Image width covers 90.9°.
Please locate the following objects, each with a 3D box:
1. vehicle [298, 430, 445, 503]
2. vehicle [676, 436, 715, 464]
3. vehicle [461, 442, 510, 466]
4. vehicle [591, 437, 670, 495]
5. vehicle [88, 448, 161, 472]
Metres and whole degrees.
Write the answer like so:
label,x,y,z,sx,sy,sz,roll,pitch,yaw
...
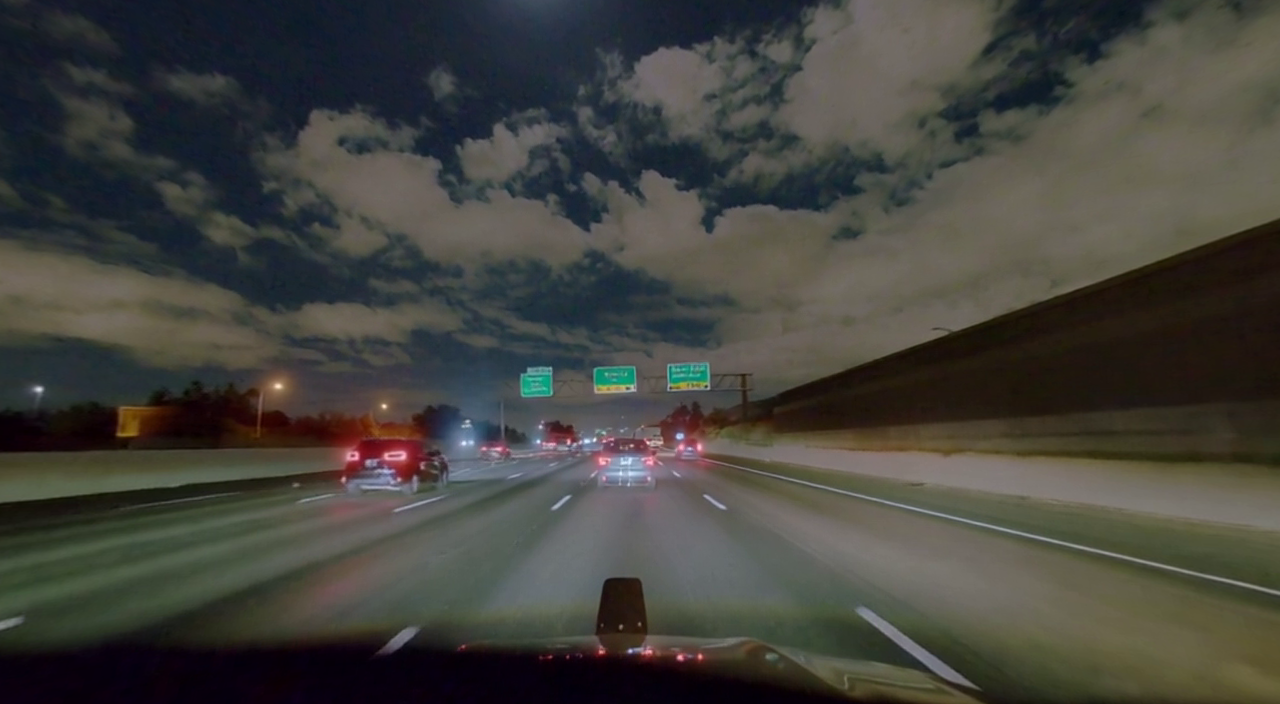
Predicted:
label,x,y,z,sx,sy,sz,roll,pitch,yaw
vehicle,-6.910,2.988,16.837,2.060,1.669,4.242,0,-8,0
vehicle,3.615,6.473,41.853,2.100,1.707,4.342,0,-8,-2
vehicle,-10.518,6.971,43.366,2.019,1.510,4.992,0,-8,1
vehicle,-0.259,3.249,18.397,2.042,1.446,4.269,0,-8,0
vehicle,-32.673,6.832,40.083,1.606,1.402,3.428,-1,-8,2
